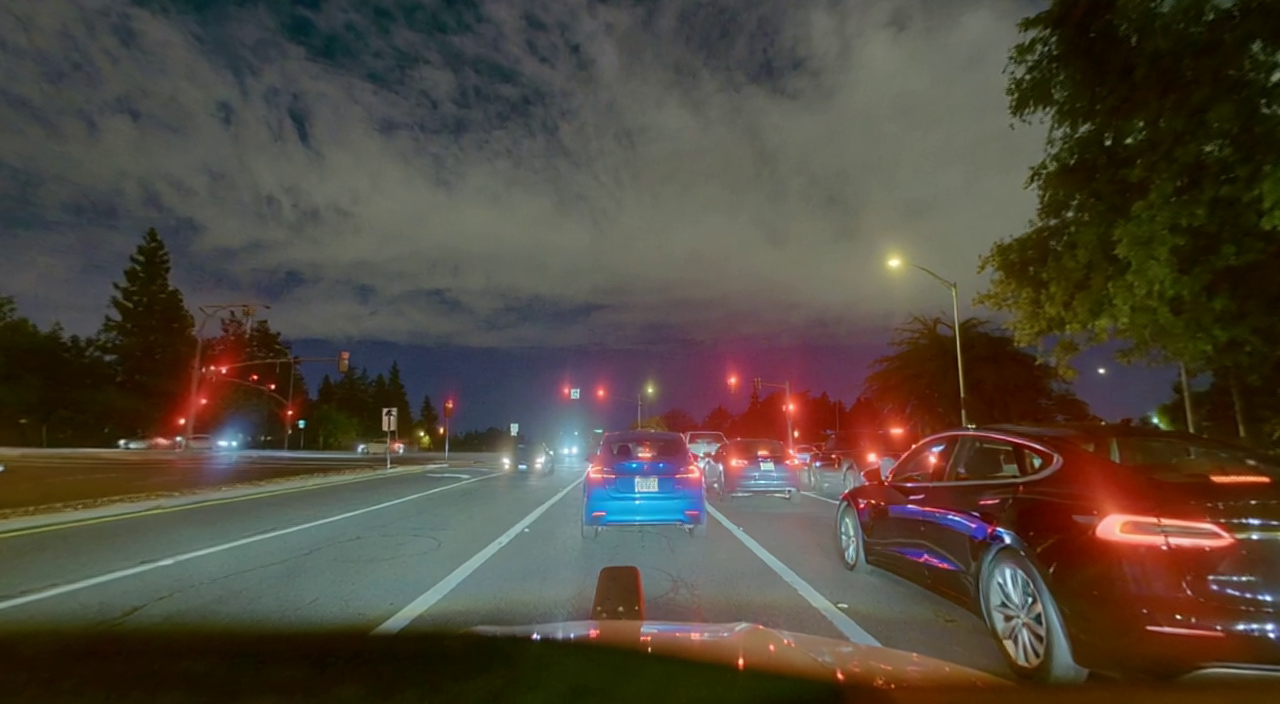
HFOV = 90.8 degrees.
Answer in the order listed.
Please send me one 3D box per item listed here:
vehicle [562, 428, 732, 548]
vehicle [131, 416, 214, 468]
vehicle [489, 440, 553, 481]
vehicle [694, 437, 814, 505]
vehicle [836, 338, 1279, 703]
[{"bbox_3d":[0.027,2.038,10.174,2.147,1.499,4.240,0,-8,-2],"label":"vehicle"},{"bbox_3d":[-29.265,5.647,39.696,2.608,2.990,3.026,2,-8,1],"label":"vehicle"},{"bbox_3d":[-4.644,4.283,25.256,1.972,1.457,4.171,0,-8,-4],"label":"vehicle"},{"bbox_3d":[2.687,2.924,16.027,2.058,1.466,4.208,0,-8,-3],"label":"vehicle"},{"bbox_3d":[3.177,1.106,4.298,2.167,1.676,4.443,0,-8,-1],"label":"vehicle"}]
